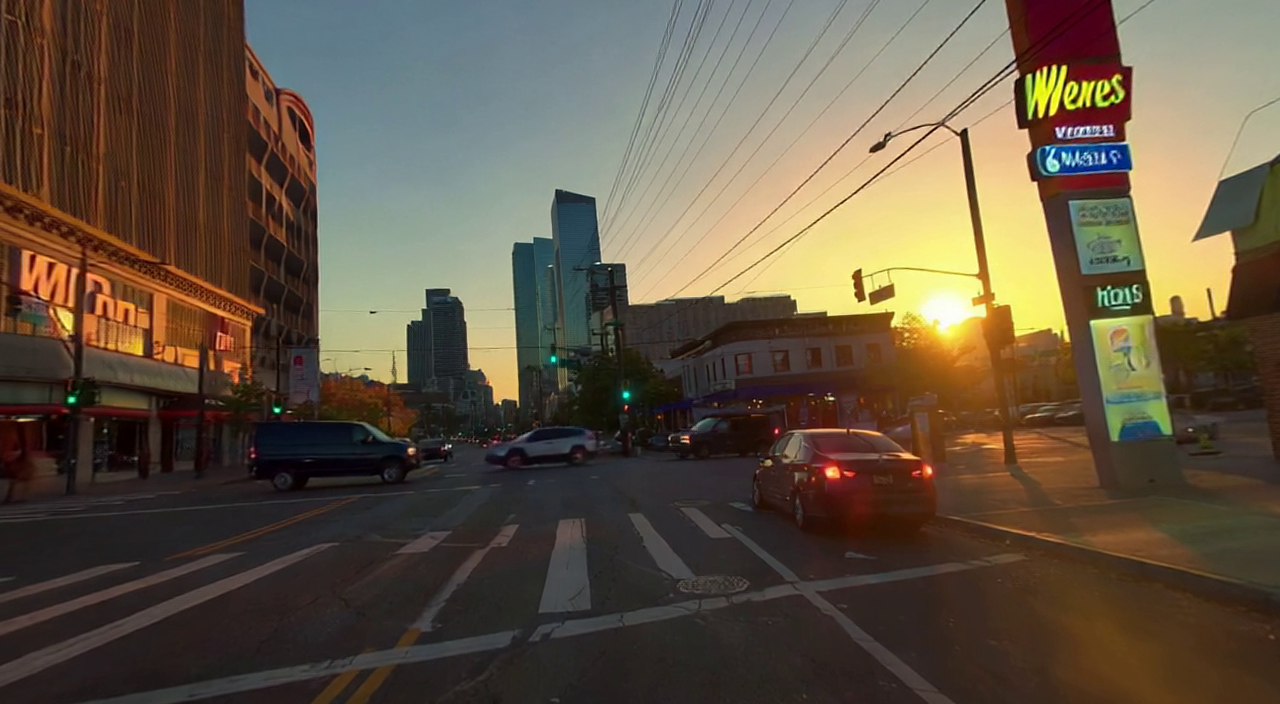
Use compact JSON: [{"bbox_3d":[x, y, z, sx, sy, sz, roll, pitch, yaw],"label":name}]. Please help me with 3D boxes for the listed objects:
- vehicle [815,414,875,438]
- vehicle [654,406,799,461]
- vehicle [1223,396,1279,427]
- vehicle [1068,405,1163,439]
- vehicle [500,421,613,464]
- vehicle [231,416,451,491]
[{"bbox_3d":[16.041,5.831,49.416,4.589,1.730,1.801,5,-10,-31],"label":"vehicle"},{"bbox_3d":[3.554,3.345,25.696,5.588,1.985,2.374,5,-10,-31],"label":"vehicle"},{"bbox_3d":[39.171,3.813,39.906,4.637,1.723,1.911,4,-10,-29],"label":"vehicle"},{"bbox_3d":[23.031,3.442,30.564,4.499,1.524,1.784,4,-10,-28],"label":"vehicle"},{"bbox_3d":[-3.707,4.053,28.298,4.599,1.766,1.938,5,-10,-30],"label":"vehicle"},{"bbox_3d":[-8.831,3.015,19.010,5.603,1.938,2.081,6,-10,-36],"label":"vehicle"}]
